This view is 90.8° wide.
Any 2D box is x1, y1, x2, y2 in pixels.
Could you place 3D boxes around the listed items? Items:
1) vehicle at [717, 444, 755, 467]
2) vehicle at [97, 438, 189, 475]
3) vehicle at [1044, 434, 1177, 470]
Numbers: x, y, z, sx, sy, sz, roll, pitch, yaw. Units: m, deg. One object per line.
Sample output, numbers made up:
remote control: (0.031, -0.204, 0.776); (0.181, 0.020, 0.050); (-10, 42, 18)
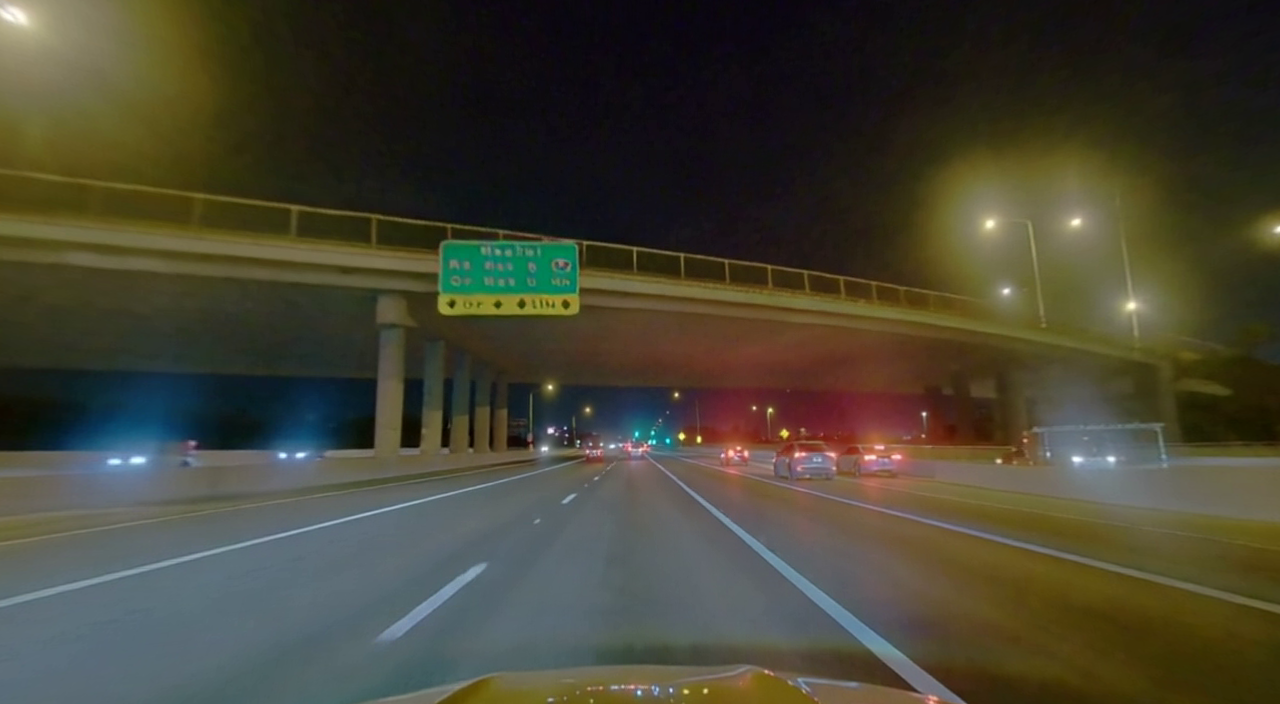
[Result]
vehicle: (7.011, 7.620, 46.635); (2.075, 1.611, 4.421); (0, -8, -1)
vehicle: (-38.233, 8.046, 48.898); (2.385, 2.644, 5.881); (0, -8, -2)
vehicle: (21.081, 4.505, 28.655); (1.821, 1.479, 5.004); (1, -8, -6)
